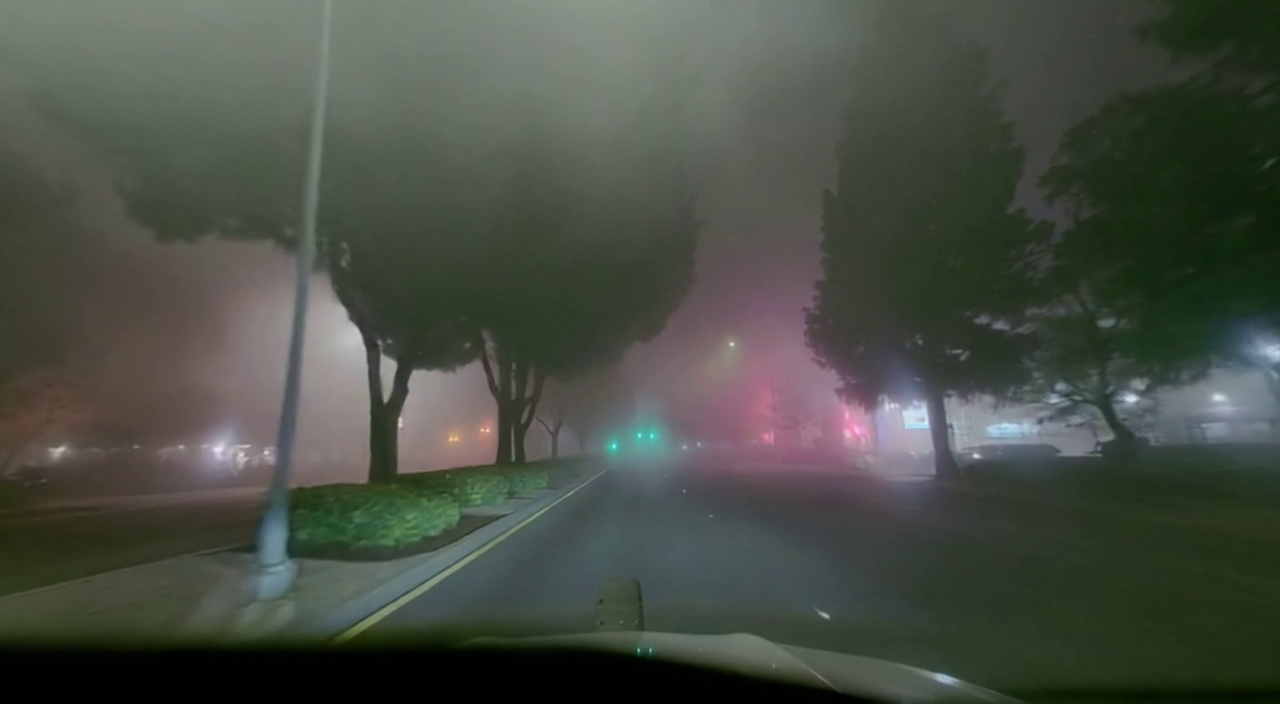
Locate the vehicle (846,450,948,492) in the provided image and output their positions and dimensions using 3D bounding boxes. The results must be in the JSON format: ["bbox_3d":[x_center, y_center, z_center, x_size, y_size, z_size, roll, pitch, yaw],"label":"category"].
[{"bbox_3d":[9.918,4.617,24.833,1.885,1.461,4.751,0,-9,-2],"label":"vehicle"}]

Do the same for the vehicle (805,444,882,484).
[{"bbox_3d":[9.769,5.395,30.723,2.159,1.767,4.617,0,-9,0],"label":"vehicle"}]
